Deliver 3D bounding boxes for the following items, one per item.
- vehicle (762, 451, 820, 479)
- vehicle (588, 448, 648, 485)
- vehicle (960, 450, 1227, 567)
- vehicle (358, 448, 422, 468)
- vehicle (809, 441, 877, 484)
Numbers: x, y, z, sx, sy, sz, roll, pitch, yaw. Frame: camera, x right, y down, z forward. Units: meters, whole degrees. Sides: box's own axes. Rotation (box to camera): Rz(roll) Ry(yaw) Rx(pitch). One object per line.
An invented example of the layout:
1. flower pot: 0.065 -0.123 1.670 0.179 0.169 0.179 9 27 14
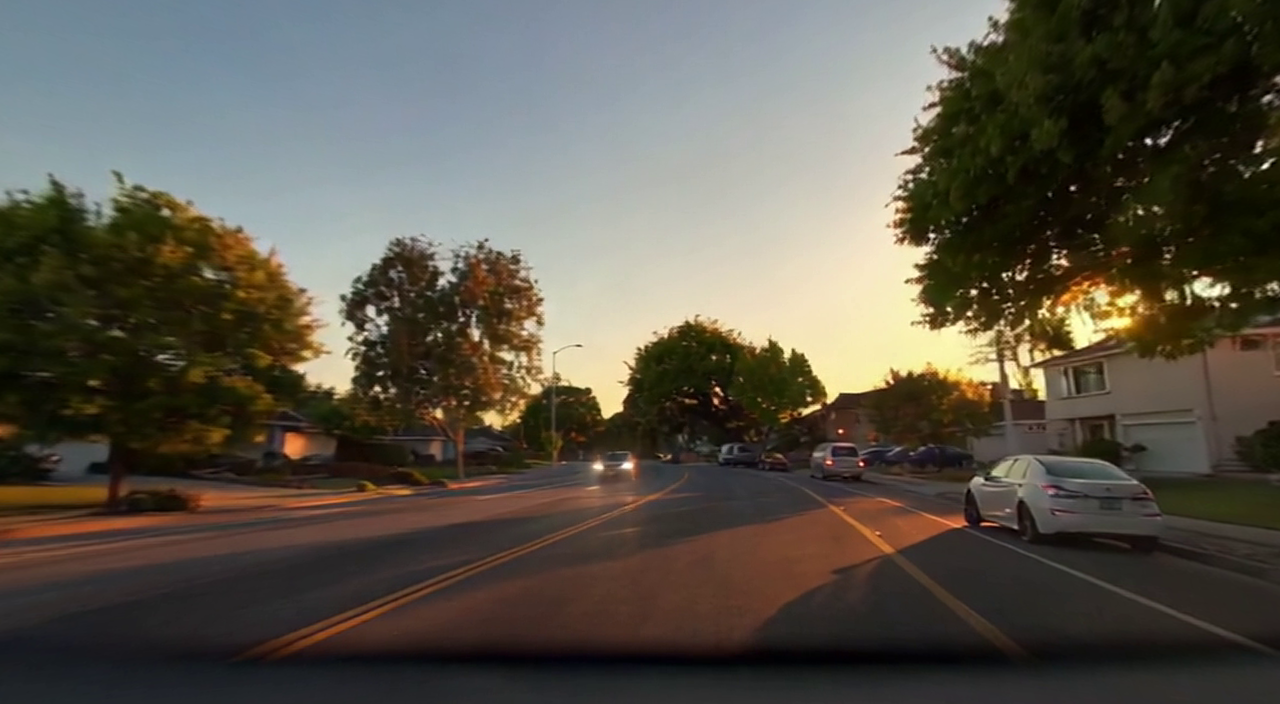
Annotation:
1. vehicle: 10.430 7.860 44.209 2.713 1.671 4.939 1 -8 -2
2. vehicle: -0.953 5.291 29.625 2.058 1.551 4.247 -1 -8 9
3. vehicle: 7.440 2.525 11.061 2.080 1.543 4.294 -1 -8 11
4. vehicle: -19.005 8.048 48.119 3.977 1.501 2.143 0 -9 3
5. vehicle: 10.779 5.888 33.995 2.305 2.111 4.965 0 -8 4
